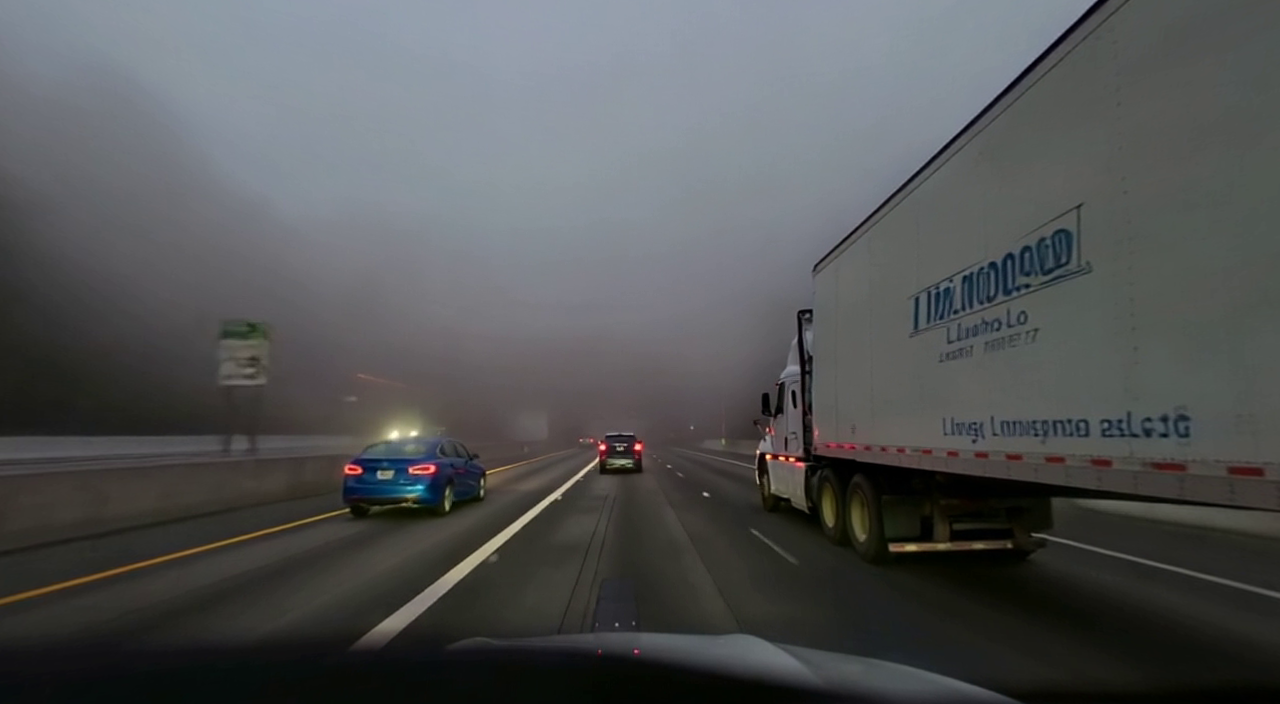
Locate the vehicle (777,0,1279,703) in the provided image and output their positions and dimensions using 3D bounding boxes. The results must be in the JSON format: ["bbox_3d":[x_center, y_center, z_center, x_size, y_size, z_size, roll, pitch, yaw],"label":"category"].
[{"bbox_3d":[3.869,-0.204,3.535,2.842,4.108,14.081,0,-8,-1],"label":"vehicle"}]

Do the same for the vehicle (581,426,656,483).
[{"bbox_3d":[-0.637,3.150,19.738,2.094,1.600,3.666,0,-8,-1],"label":"vehicle"}]

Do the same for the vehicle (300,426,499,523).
[{"bbox_3d":[-4.122,2.147,11.724,2.019,1.435,4.317,0,-8,0],"label":"vehicle"}]
